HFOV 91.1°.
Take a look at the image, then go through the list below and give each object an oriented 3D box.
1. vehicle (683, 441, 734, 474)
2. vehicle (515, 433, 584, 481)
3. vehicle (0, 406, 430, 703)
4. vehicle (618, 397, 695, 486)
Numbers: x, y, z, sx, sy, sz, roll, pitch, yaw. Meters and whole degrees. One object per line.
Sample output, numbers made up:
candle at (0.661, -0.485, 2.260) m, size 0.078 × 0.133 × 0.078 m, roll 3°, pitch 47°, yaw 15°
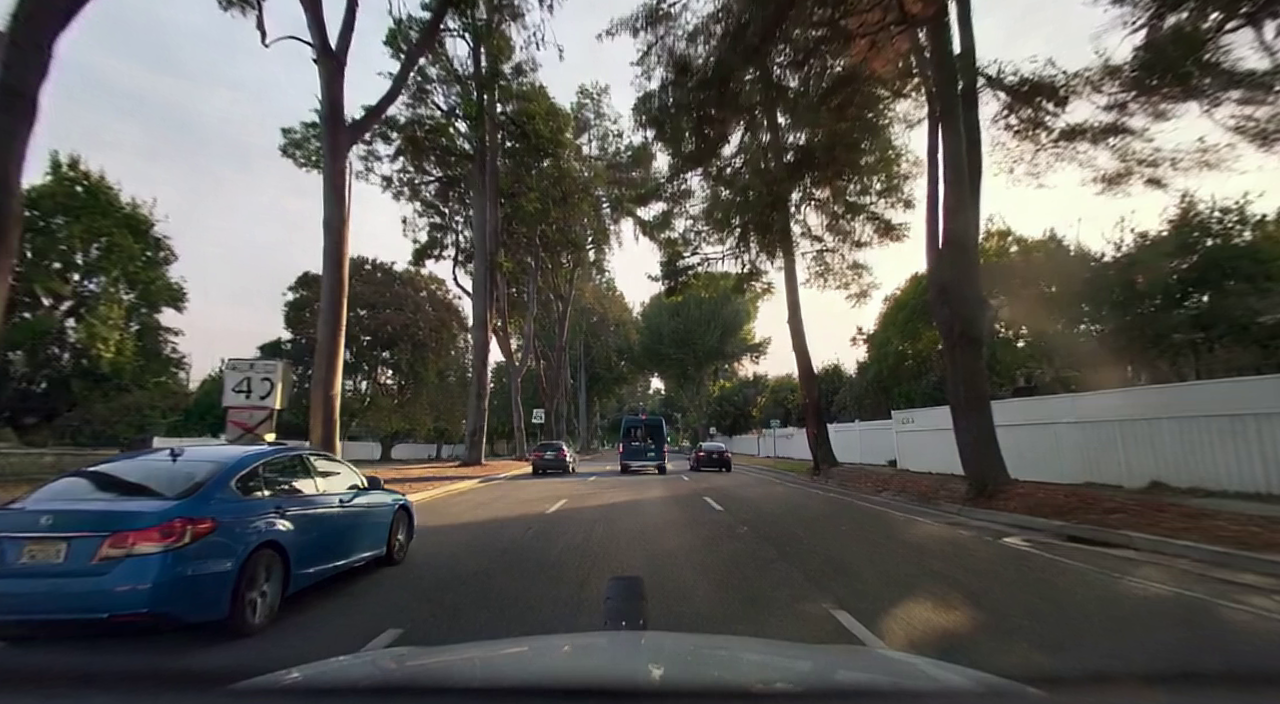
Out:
vehicle at (3.257, 5.076, 30.521) m, size 1.945 × 1.469 × 4.258 m, roll 0°, pitch -8°, yaw -1°
vehicle at (-3.465, 4.101, 24.832) m, size 2.021 × 1.715 × 4.329 m, roll 0°, pitch -8°, yaw 0°
vehicle at (-3.563, 1.325, 5.152) m, size 2.036 × 1.474 × 4.647 m, roll 0°, pitch -8°, yaw 0°
vehicle at (0.414, 3.205, 22.507) m, size 2.311 × 2.726 × 5.814 m, roll 0°, pitch -8°, yaw -3°
